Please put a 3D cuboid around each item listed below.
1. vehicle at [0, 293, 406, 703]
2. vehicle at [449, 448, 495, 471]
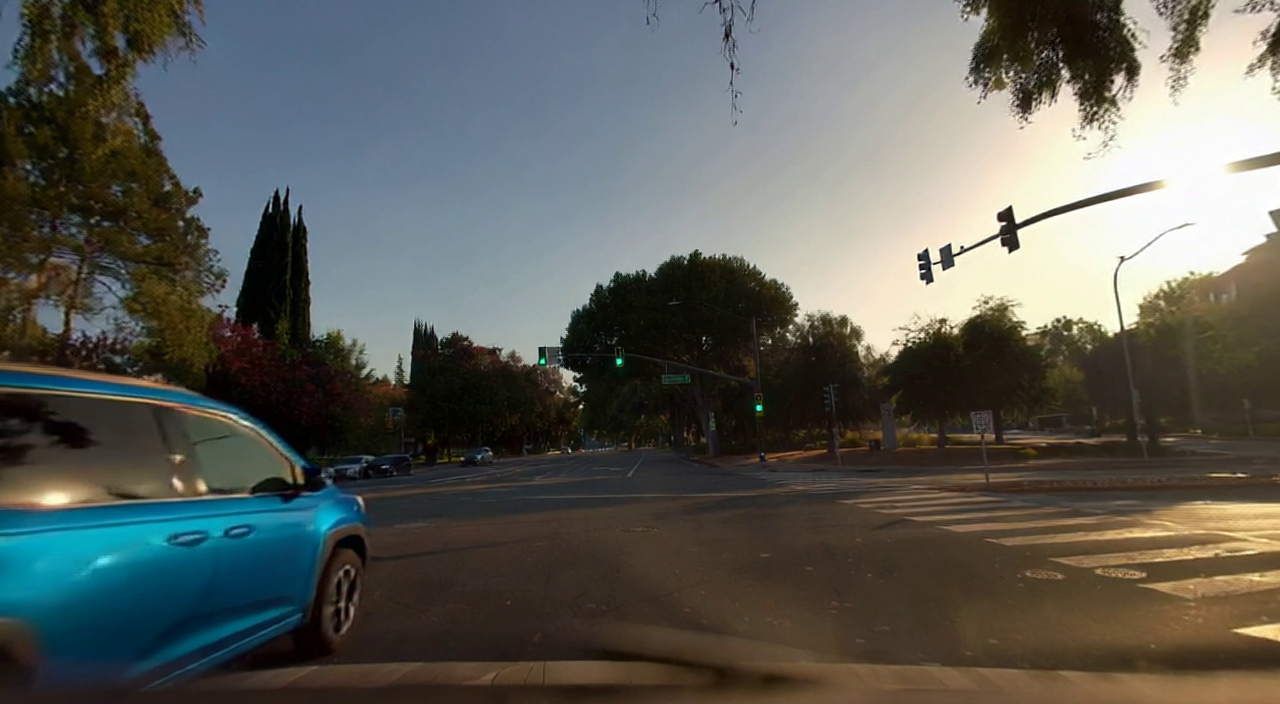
[{"bbox_3d":[-3.061,0.869,2.969,2.123,1.799,4.425,0,-8,1],"label":"vehicle"},{"bbox_3d":[-11.904,7.639,44.987,1.980,1.452,4.318,0,-8,2],"label":"vehicle"}]
